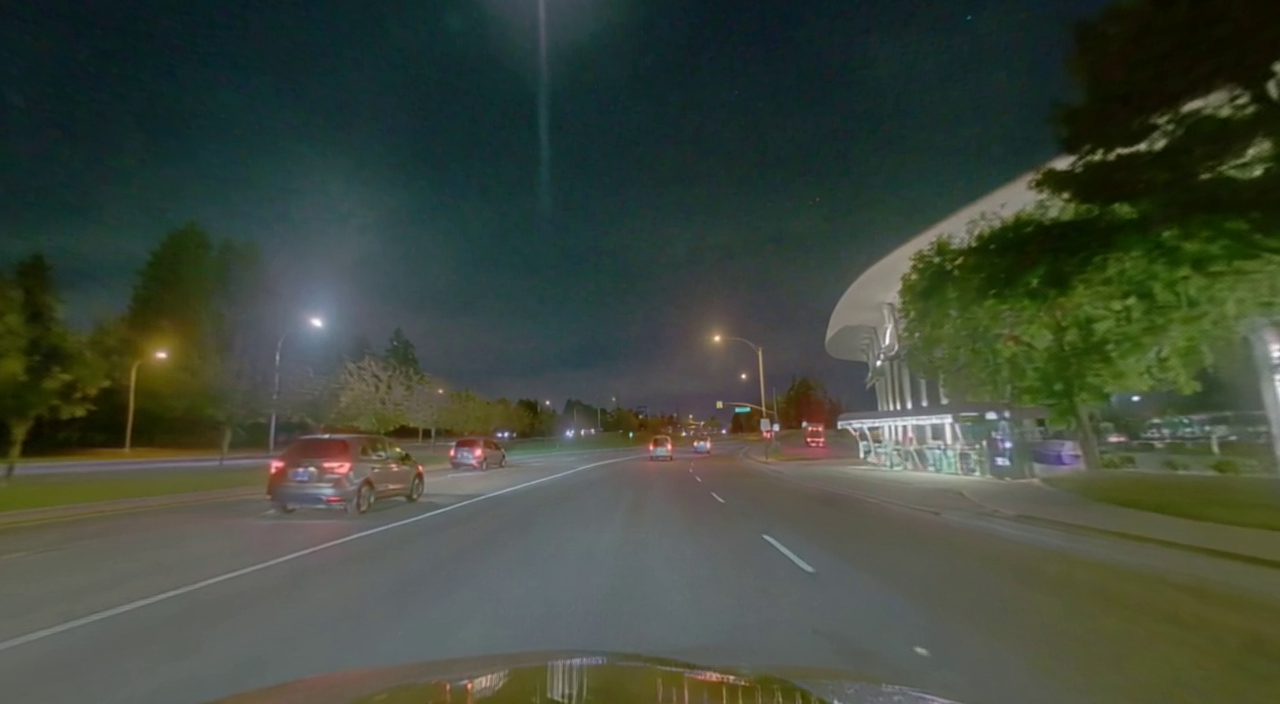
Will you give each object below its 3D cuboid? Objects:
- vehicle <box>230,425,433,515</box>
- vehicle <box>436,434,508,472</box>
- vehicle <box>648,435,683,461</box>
[{"bbox_3d":[-6.768,2.614,14.579,2.181,1.728,4.515,0,-8,3],"label":"vehicle"},{"bbox_3d":[-8.425,5.122,32.182,2.097,1.782,4.682,-1,-8,4],"label":"vehicle"},{"bbox_3d":[1.971,7.210,47.373,2.345,1.803,4.261,-1,-8,6],"label":"vehicle"}]
